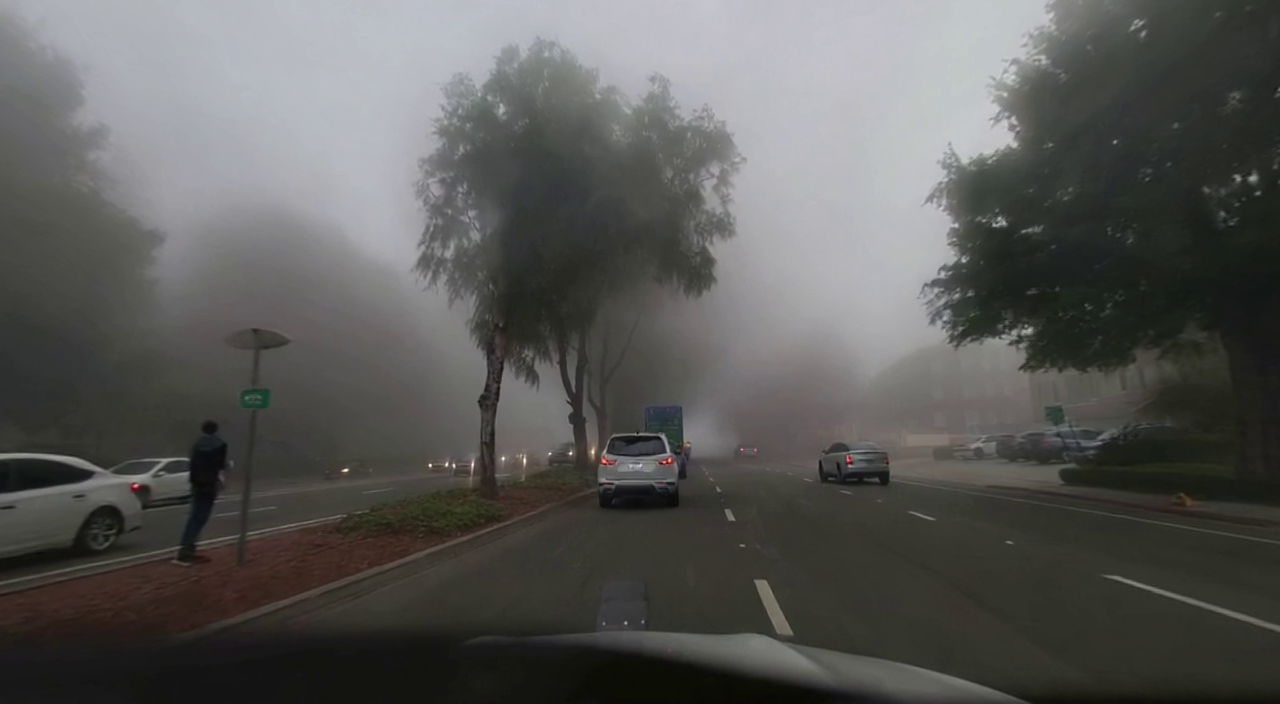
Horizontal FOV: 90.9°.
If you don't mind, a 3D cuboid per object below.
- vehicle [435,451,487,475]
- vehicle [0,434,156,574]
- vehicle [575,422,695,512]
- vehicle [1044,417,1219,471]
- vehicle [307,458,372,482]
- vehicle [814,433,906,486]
[{"bbox_3d":[-11.605,7.216,41.108,1.806,1.417,4.405,-1,-8,5],"label":"vehicle"},{"bbox_3d":[-7.859,1.633,6.450,1.854,1.486,4.743,-4,-9,4],"label":"vehicle"},{"bbox_3d":[0.078,2.679,15.127,2.332,1.798,4.546,-1,-8,6],"label":"vehicle"},{"bbox_3d":[19.051,3.604,24.649,4.783,1.724,2.297,-4,-9,2],"label":"vehicle"},{"bbox_3d":[-20.709,8.117,43.625,1.824,1.476,4.499,-1,-9,8],"label":"vehicle"},{"bbox_3d":[7.844,3.859,22.902,1.971,1.722,4.341,-1,-8,3],"label":"vehicle"}]
